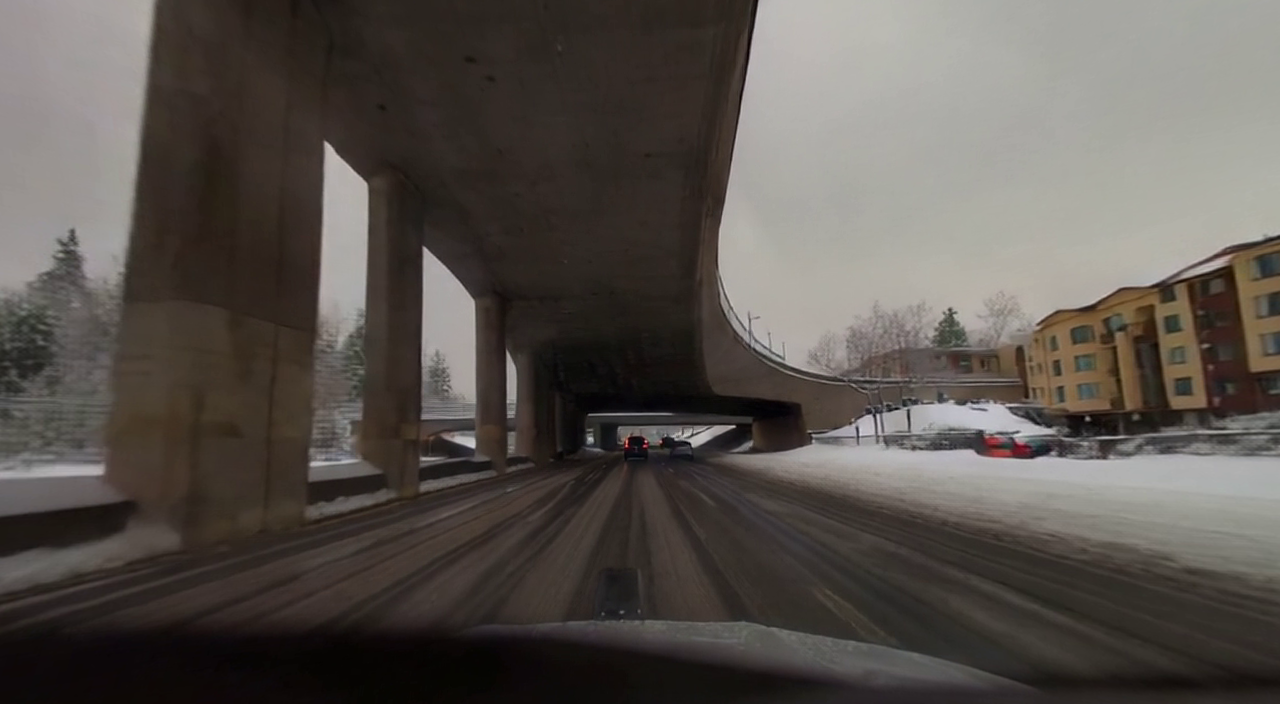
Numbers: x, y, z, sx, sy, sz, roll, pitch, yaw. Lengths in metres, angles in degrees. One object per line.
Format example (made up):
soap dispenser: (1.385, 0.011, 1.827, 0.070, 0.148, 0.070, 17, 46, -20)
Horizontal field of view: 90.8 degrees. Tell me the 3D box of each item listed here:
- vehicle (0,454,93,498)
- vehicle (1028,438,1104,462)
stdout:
vehicle: (-27.684, 5.521, 28.540, 1.922, 1.738, 4.748, 0, -8, -4)
vehicle: (33.679, 7.753, 49.994, 4.571, 1.685, 2.006, -2, -9, -4)
